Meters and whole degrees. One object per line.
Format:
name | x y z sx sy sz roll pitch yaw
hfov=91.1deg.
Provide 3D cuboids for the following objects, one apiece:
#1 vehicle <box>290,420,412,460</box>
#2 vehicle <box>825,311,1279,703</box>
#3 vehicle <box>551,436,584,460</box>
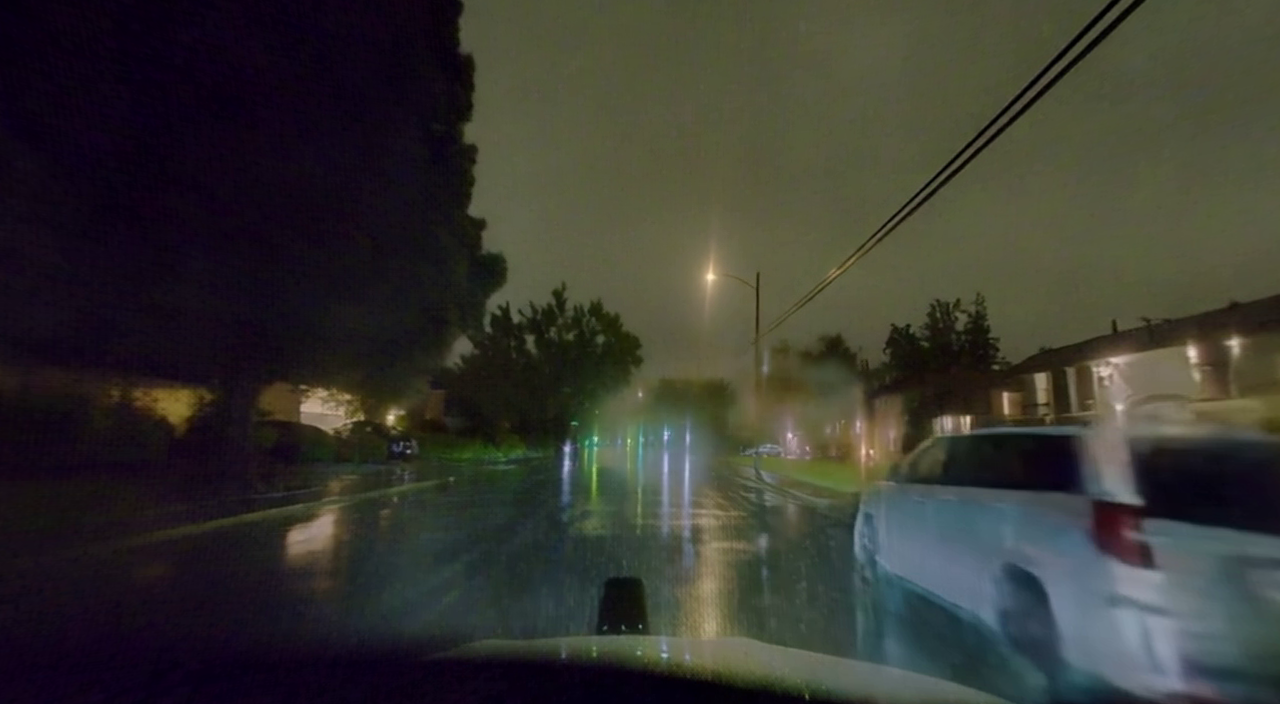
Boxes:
vehicle | -14.197 4.362 31.064 4.928 1.844 2.163 1 -8 -3
vehicle | 3.230 1.183 4.774 2.122 1.997 4.800 0 -8 -1
vehicle | -5.641 7.535 49.374 1.998 1.742 4.210 0 -8 1
